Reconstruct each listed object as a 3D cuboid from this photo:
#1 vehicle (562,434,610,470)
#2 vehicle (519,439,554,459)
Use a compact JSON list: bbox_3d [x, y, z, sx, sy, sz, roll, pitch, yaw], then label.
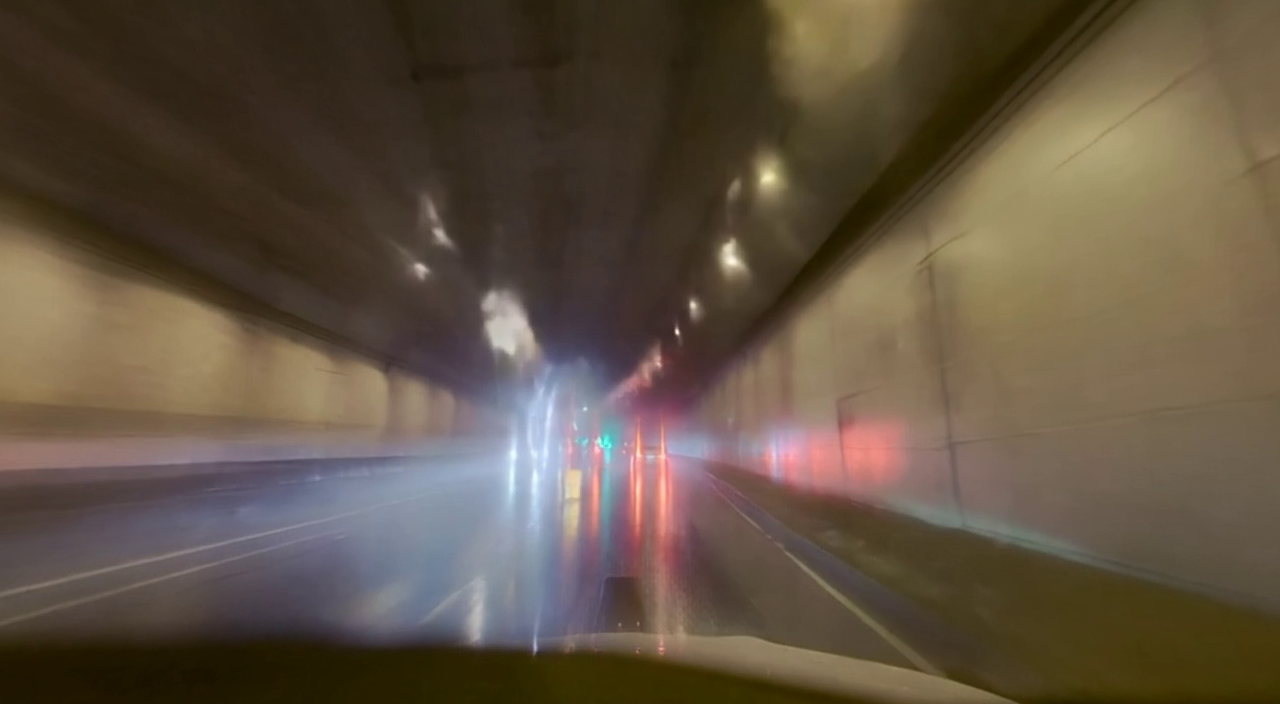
[{"bbox_3d":[-2.713,5.138,32.652,1.961,1.725,4.315,-1,-8,2],"label":"vehicle"},{"bbox_3d":[-7.900,7.422,48.468,1.963,1.414,4.567,0,-8,-1],"label":"vehicle"}]
